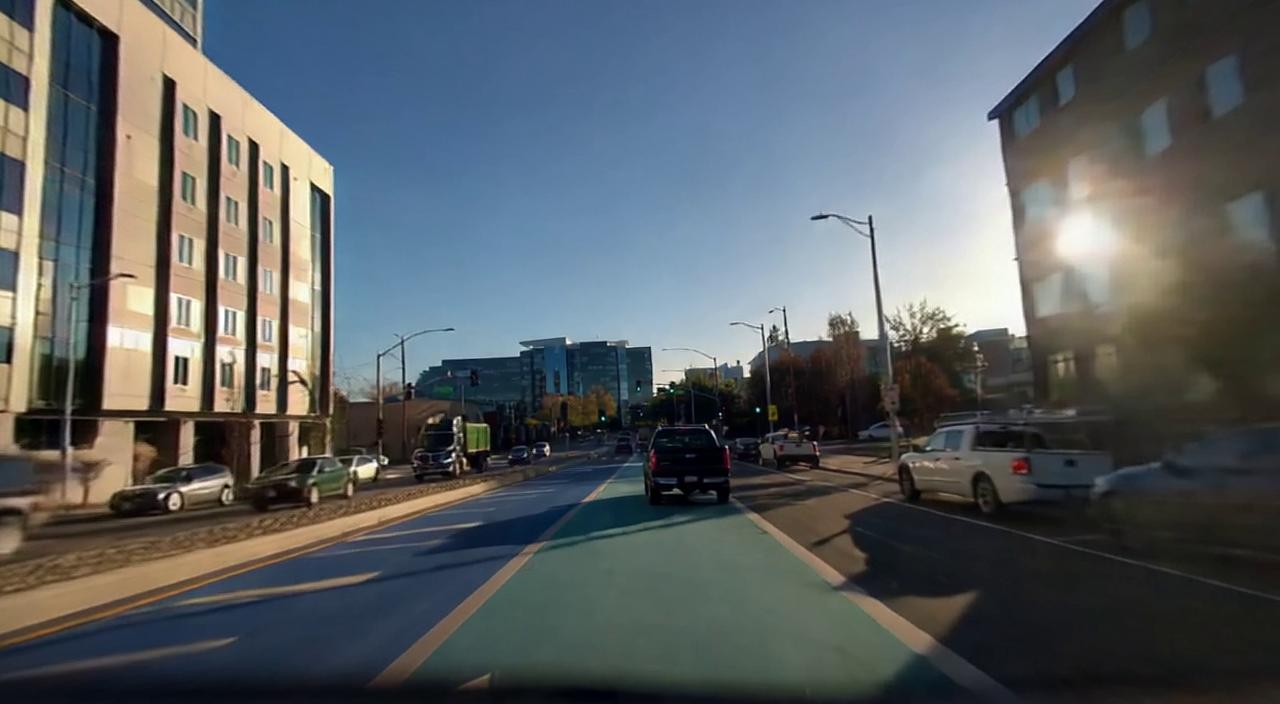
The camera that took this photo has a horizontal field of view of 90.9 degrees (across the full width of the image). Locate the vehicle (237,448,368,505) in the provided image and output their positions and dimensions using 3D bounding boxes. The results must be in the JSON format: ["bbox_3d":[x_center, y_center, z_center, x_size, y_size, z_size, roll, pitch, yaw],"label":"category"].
[{"bbox_3d":[-11.652,4.280,22.301,2.191,1.763,5.059,1,-9,-5],"label":"vehicle"}]

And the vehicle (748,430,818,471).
[{"bbox_3d":[6.828,4.804,30.820,2.205,1.823,5.078,0,-9,0],"label":"vehicle"}]

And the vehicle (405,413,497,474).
[{"bbox_3d":[-13.180,6.610,45.388,3.101,3.878,10.902,0,-9,1],"label":"vehicle"}]

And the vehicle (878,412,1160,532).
[{"bbox_3d":[6.702,2.216,12.263,2.088,1.761,5.697,0,-9,2],"label":"vehicle"}]

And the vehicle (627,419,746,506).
[{"bbox_3d":[0.912,2.592,15.147,2.283,1.773,4.255,0,-9,-3],"label":"vehicle"}]

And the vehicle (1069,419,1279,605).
[{"bbox_3d":[6.433,1.355,5.389,2.106,1.550,5.046,0,-9,2],"label":"vehicle"}]

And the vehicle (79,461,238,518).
[{"bbox_3d":[-19.370,5.524,25.857,2.223,1.971,5.622,1,-9,-2],"label":"vehicle"}]
